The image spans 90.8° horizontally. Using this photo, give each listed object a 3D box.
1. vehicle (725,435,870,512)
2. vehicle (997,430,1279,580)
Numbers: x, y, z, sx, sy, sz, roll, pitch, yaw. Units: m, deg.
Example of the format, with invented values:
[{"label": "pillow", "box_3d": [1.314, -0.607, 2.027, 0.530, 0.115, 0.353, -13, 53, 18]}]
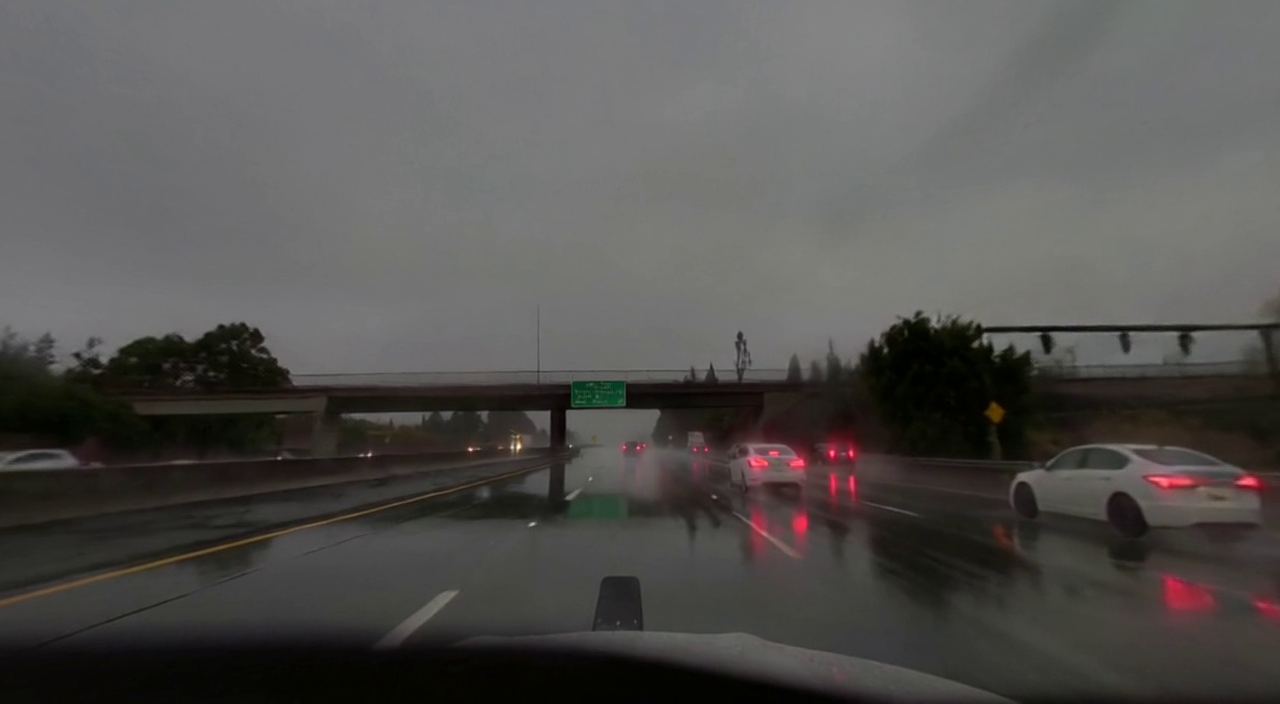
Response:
[{"label": "vehicle", "box_3d": [3.374, 2.716, 14.616, 2.076, 1.472, 4.562, 0, -8, -1]}, {"label": "vehicle", "box_3d": [7.248, 1.885, 8.702, 1.946, 1.497, 4.467, 0, -9, -1]}]
